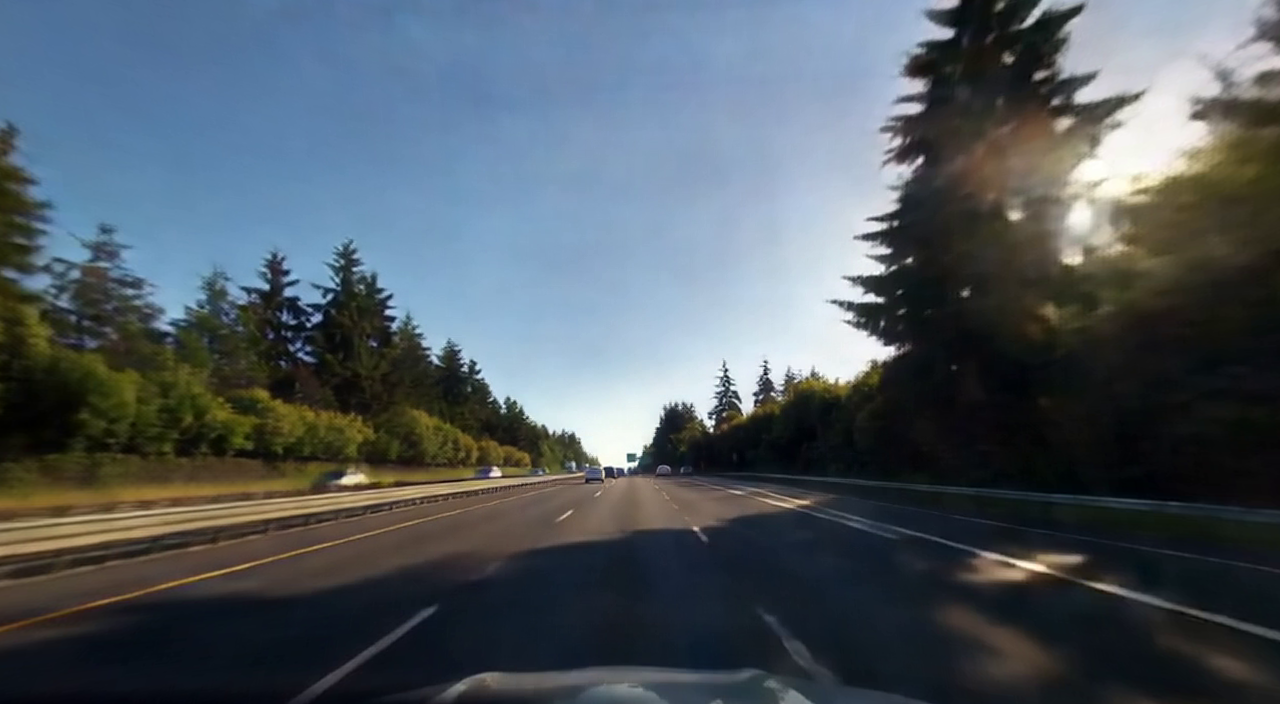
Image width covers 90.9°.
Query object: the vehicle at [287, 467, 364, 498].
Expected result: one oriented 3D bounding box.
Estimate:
[{"bbox_3d":[-16.574,6.885,33.447,1.870,1.442,4.119,1,-11,0],"label":"vehicle"}]
